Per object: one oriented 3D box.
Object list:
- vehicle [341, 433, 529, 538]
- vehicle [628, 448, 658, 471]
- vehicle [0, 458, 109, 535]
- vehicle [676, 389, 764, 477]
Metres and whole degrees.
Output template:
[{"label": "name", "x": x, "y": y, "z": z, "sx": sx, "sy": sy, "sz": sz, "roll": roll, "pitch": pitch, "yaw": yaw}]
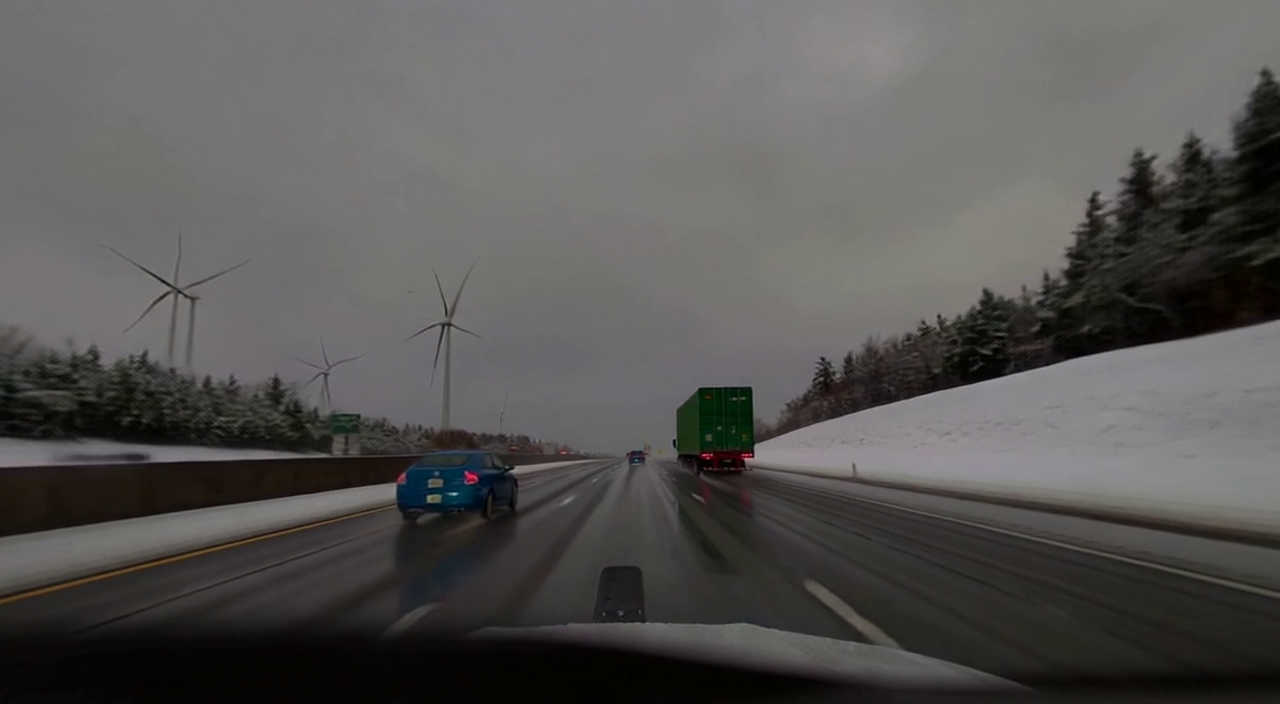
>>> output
[{"label": "vehicle", "x": -3.352, "y": 2.265, "z": 11.299, "sx": 1.952, "sy": 1.521, "sz": 4.095, "roll": 0, "pitch": -9, "yaw": 0}, {"label": "vehicle", "x": 0.166, "y": 7.099, "z": 41.951, "sx": 1.931, "sy": 1.453, "sz": 3.695, "roll": 0, "pitch": -9, "yaw": -1}, {"label": "vehicle", "x": -12.835, "y": 2.782, "z": 12.260, "sx": 1.777, "sy": 1.394, "sz": 3.724, "roll": 0, "pitch": -9, "yaw": -1}, {"label": "vehicle", "x": 4.009, "y": 4.703, "z": 35.466, "sx": 2.947, "sy": 3.989, "sz": 13.568, "roll": 0, "pitch": -9, "yaw": -1}]
